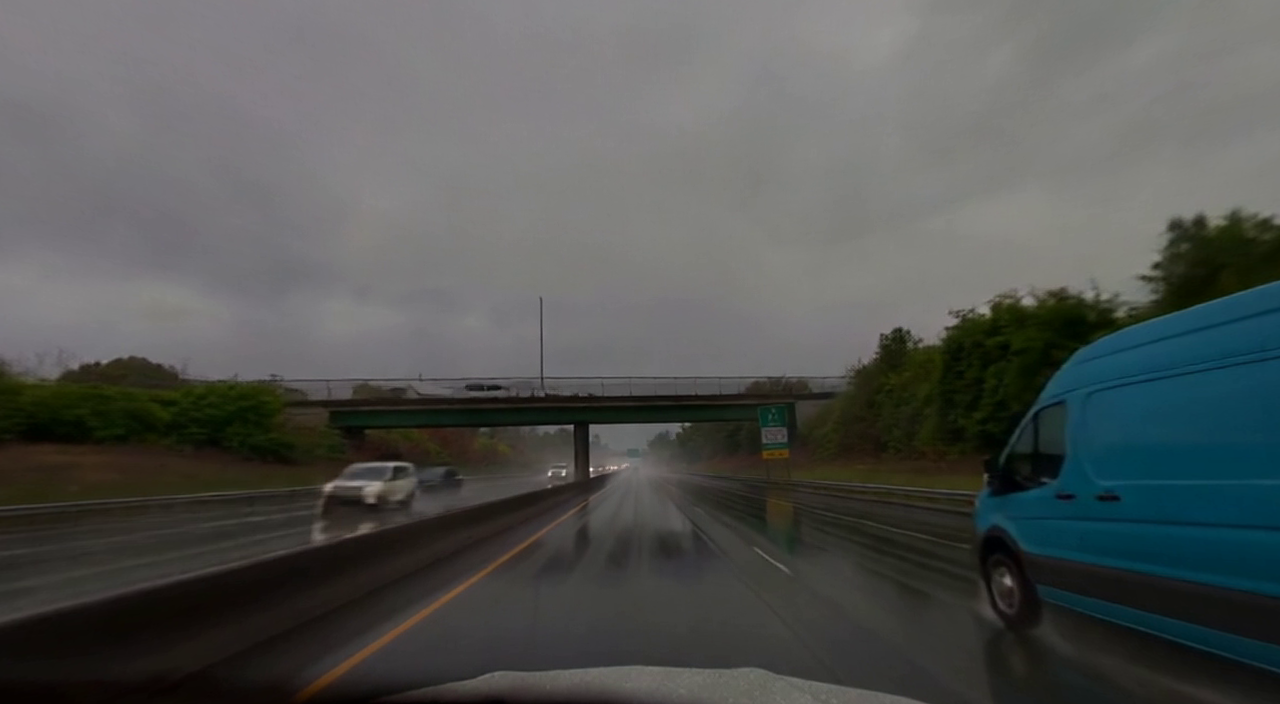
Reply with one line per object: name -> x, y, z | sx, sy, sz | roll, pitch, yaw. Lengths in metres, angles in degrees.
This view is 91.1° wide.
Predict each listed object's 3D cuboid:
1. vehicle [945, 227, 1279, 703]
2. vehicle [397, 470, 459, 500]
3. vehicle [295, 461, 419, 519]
vehicle -> 4.565, 0.662, 3.330 | 2.372, 2.581, 6.763 | 1, -10, -1
vehicle -> -11.025, 6.903, 32.907 | 1.812, 1.421, 4.261 | 1, -10, -1
vehicle -> -8.472, 4.156, 19.260 | 1.872, 1.514, 4.101 | 1, -10, 0
